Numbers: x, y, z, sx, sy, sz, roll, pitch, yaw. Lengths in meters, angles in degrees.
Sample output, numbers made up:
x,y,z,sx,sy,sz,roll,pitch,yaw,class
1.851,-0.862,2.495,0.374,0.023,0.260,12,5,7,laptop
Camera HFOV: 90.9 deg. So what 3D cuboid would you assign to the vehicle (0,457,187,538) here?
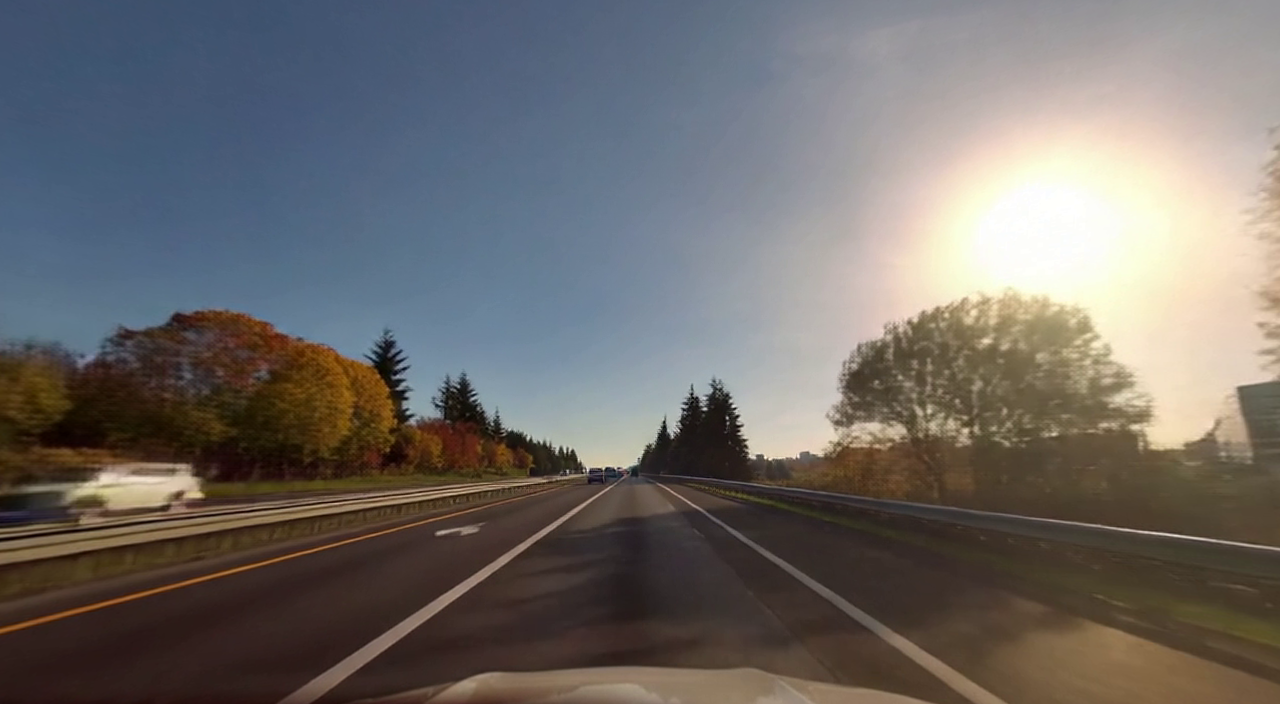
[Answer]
x,y,z,sx,sy,sz,roll,pitch,yaw,class
-13.043,3.216,14.406,1.983,1.520,4.466,1,-10,0,vehicle
